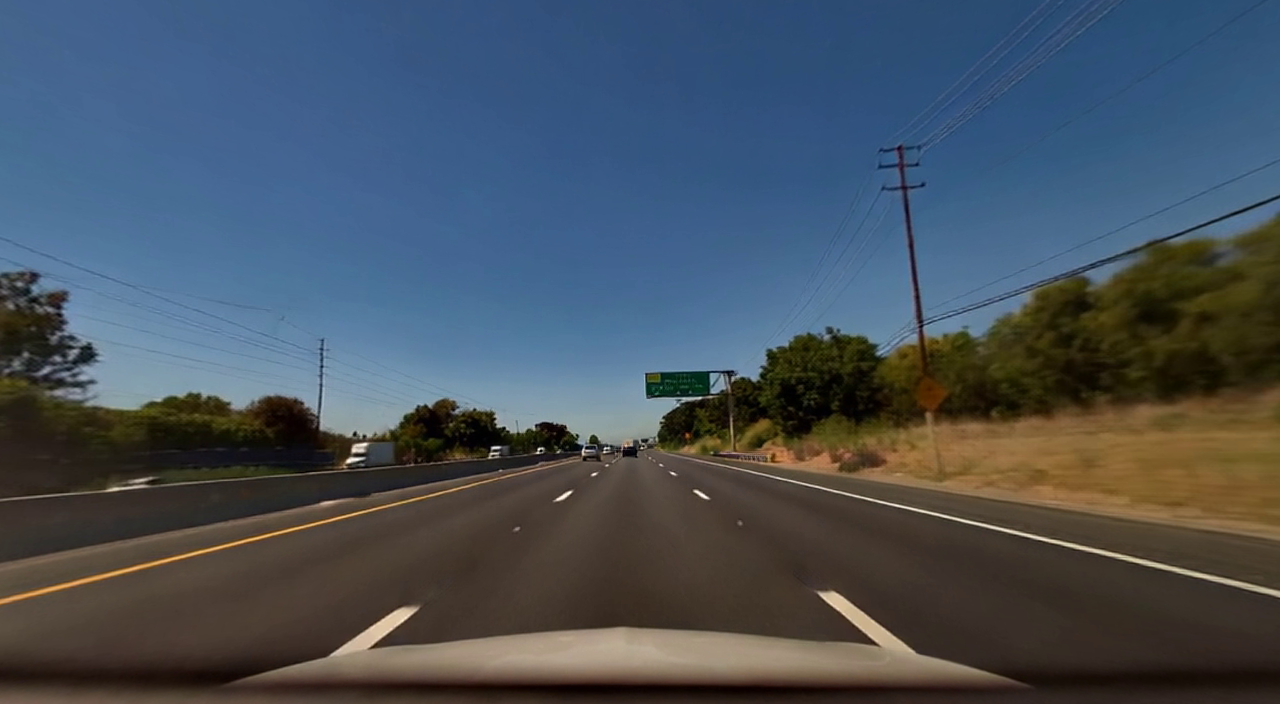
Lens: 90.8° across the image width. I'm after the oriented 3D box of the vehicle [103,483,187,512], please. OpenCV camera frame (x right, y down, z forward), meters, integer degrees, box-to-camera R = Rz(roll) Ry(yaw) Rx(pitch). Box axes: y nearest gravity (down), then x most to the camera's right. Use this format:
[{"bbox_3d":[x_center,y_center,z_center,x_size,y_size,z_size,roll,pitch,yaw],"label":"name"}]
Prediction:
[{"bbox_3d":[-33.493,9.827,42.899,1.878,1.527,4.770,0,-8,-1],"label":"vehicle"}]
